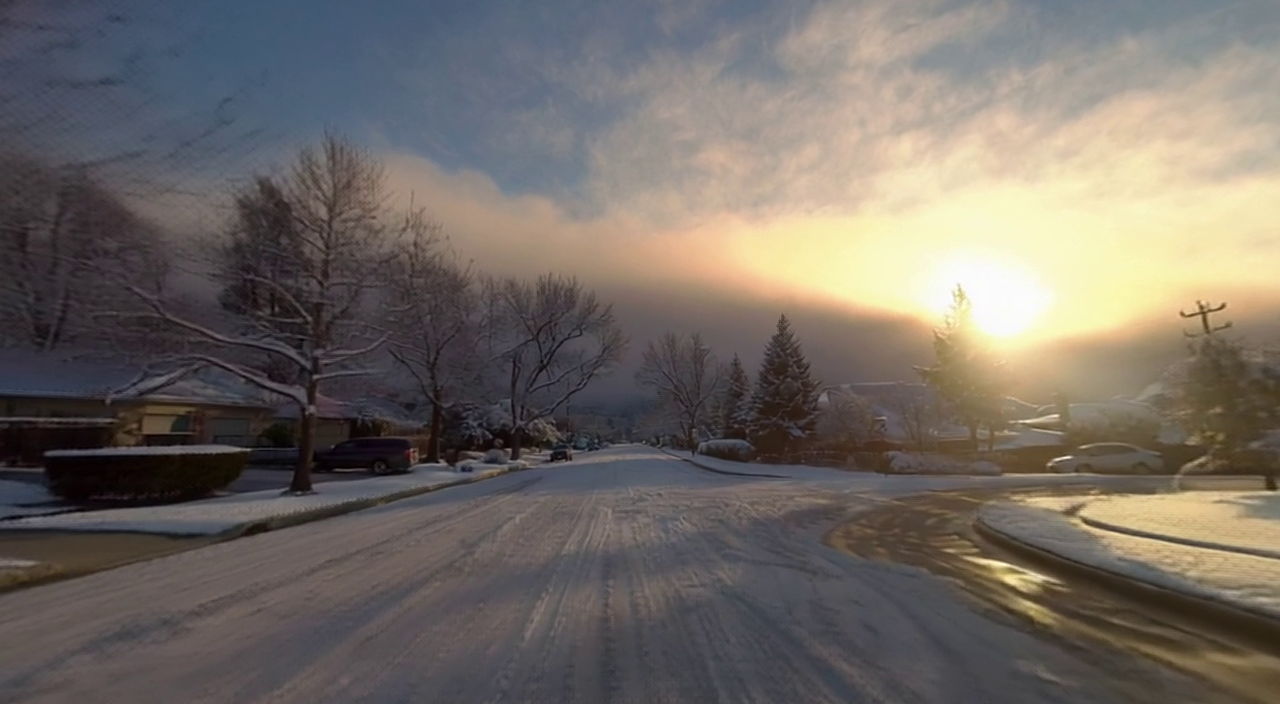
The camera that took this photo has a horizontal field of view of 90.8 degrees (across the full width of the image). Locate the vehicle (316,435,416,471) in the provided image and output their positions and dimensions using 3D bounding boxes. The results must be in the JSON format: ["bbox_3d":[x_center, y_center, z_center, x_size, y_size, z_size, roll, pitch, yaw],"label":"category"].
[{"bbox_3d":[-13.127,4.856,30.406,3.921,1.629,1.832,0,-10,2],"label":"vehicle"}]

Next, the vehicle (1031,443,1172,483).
[{"bbox_3d":[20.452,4.922,28.175,4.607,1.694,2.106,0,-9,-1],"label":"vehicle"}]

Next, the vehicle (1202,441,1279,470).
[{"bbox_3d":[34.325,5.777,35.212,1.745,1.540,4.223,8,-12,-44],"label":"vehicle"}]
